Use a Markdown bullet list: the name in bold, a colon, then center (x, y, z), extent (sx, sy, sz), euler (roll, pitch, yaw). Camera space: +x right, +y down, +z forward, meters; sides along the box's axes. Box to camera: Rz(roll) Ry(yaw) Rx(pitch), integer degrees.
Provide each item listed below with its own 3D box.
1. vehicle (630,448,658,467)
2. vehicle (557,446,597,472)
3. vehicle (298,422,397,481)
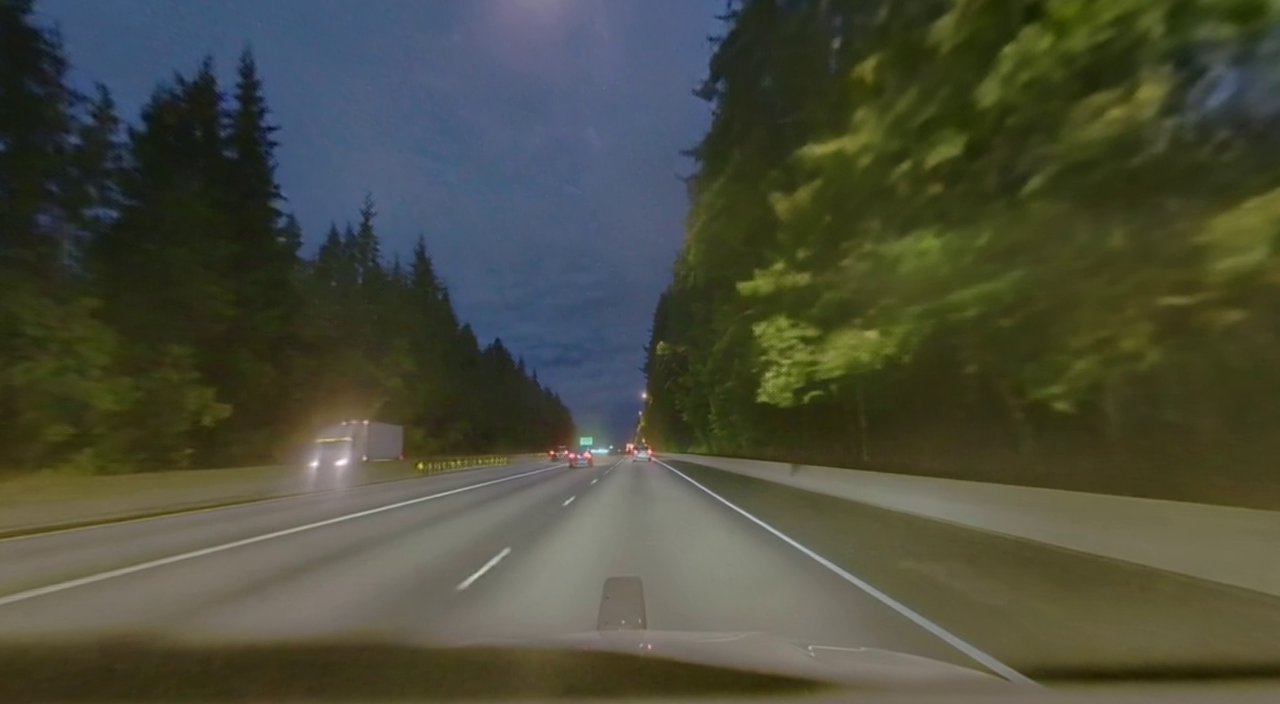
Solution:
- **vehicle**: center (0.272, 7.968, 47.657), extent (1.989, 1.402, 3.831), euler (0, -9, 0)
- **vehicle**: center (-3.875, 6.678, 39.510), extent (2.112, 1.498, 4.117), euler (0, -9, -1)
- **vehicle**: center (-19.361, 6.671, 42.375), extent (2.913, 3.570, 7.466), euler (0, -9, 1)
